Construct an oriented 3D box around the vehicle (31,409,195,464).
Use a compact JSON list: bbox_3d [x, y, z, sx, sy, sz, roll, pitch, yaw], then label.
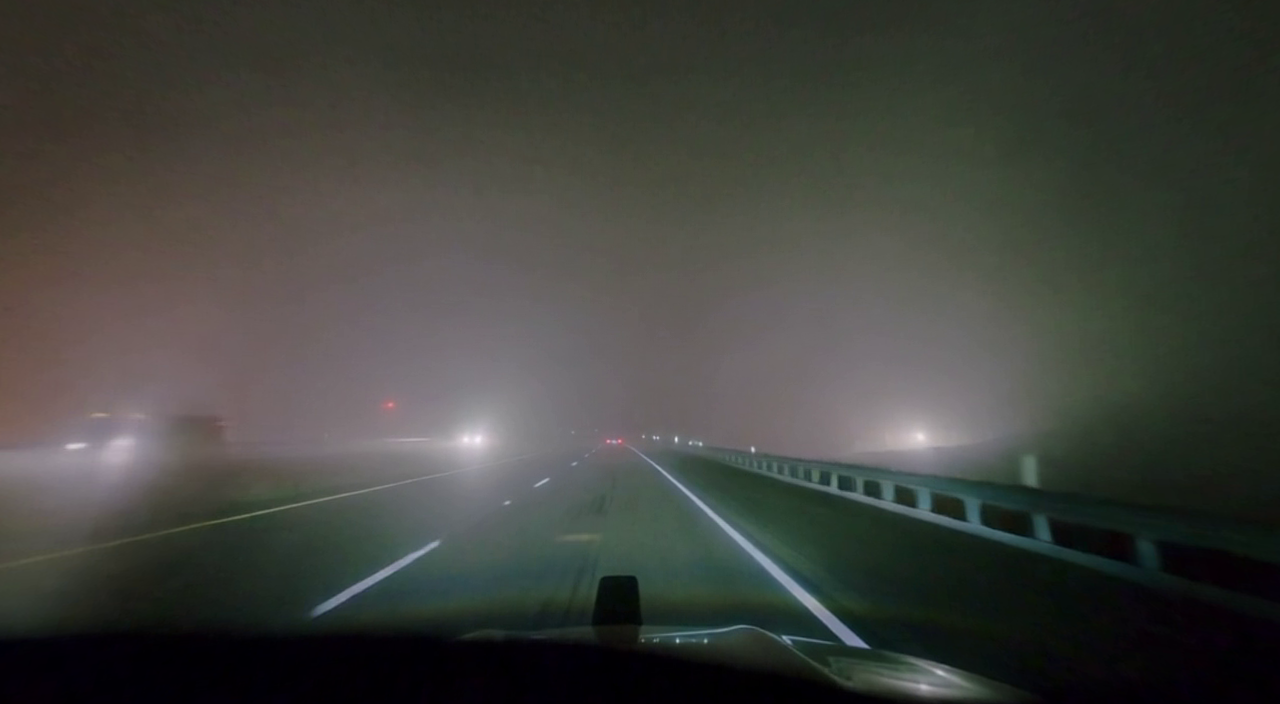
[{"bbox_3d":[-20.228,3.296,24.490,2.128,1.893,4.820,0,-8,1],"label":"vehicle"}]
